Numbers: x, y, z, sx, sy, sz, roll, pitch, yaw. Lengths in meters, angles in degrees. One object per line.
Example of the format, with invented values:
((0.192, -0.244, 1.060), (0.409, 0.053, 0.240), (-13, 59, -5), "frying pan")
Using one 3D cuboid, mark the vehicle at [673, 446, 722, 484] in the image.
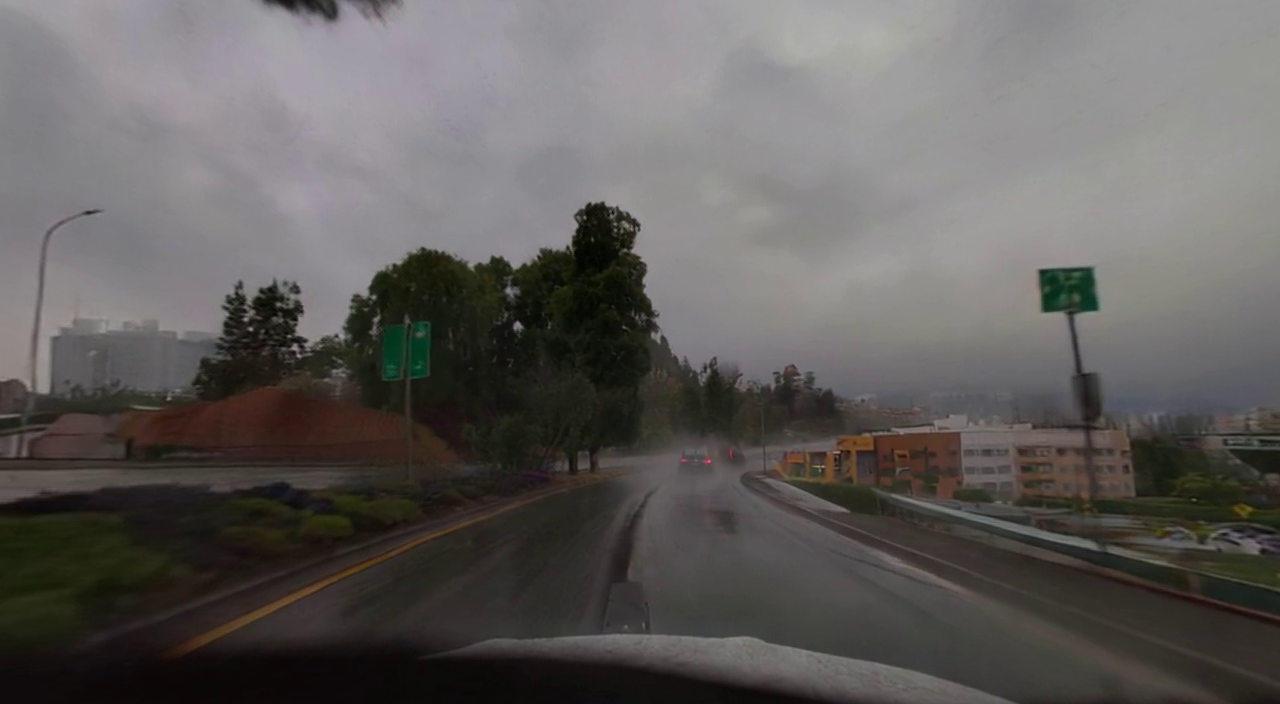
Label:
((2.489, 4.935, 27.918), (1.956, 1.473, 4.640), (0, -8, 4), "vehicle")
